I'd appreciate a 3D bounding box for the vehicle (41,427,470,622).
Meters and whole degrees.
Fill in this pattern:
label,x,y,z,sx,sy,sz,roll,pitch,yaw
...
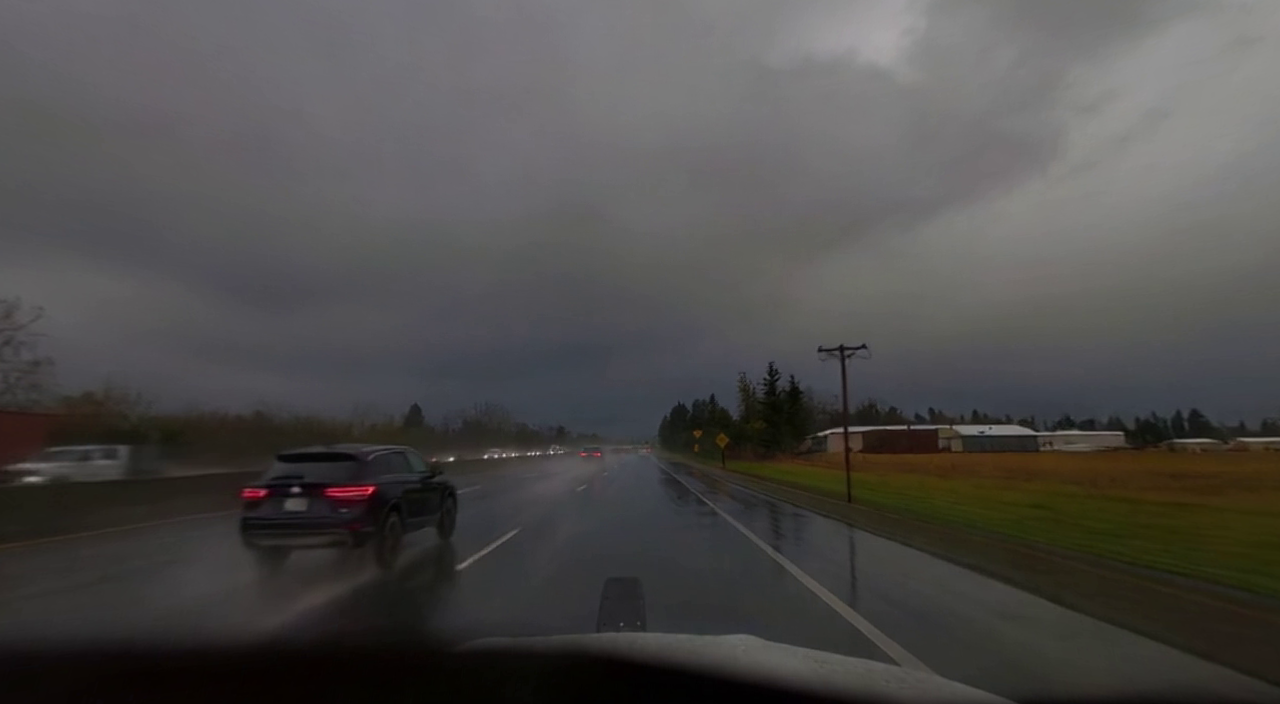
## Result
label,x,y,z,sx,sy,sz,roll,pitch,yaw
vehicle,-3.594,1.686,7.123,2.110,1.500,4.259,0,-9,1

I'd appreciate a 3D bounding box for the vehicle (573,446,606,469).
label,x,y,z,sx,sy,sz,roll,pitch,yaw
vehicle,-3.438,7.301,43.762,1.954,1.541,4.079,0,-9,1
